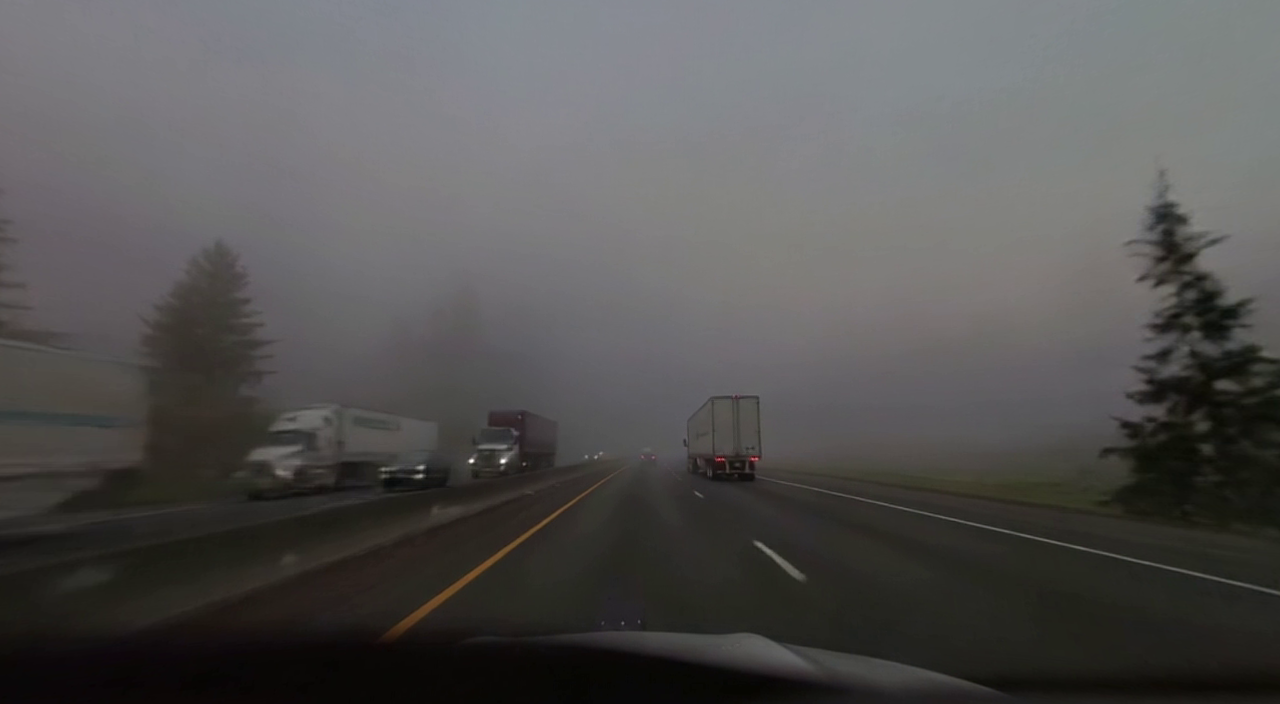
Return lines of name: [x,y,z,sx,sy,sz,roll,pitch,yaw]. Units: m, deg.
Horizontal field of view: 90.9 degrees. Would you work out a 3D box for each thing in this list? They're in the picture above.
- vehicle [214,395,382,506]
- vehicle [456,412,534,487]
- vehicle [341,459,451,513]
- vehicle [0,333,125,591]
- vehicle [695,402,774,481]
vehicle: [-12.925,3.822,24.620,2.908,3.778,6.092,0,-9,1]
vehicle: [-8.221,5.647,36.570,3.016,3.937,5.836,0,-9,1]
vehicle: [-8.109,4.467,21.453,1.952,1.579,4.290,0,-9,1]
vehicle: [-10.484,1.115,6.082,2.952,3.538,9.079,-1,-9,3]
vehicle: [4.842,5.006,34.787,2.866,3.558,11.674,0,-9,2]
